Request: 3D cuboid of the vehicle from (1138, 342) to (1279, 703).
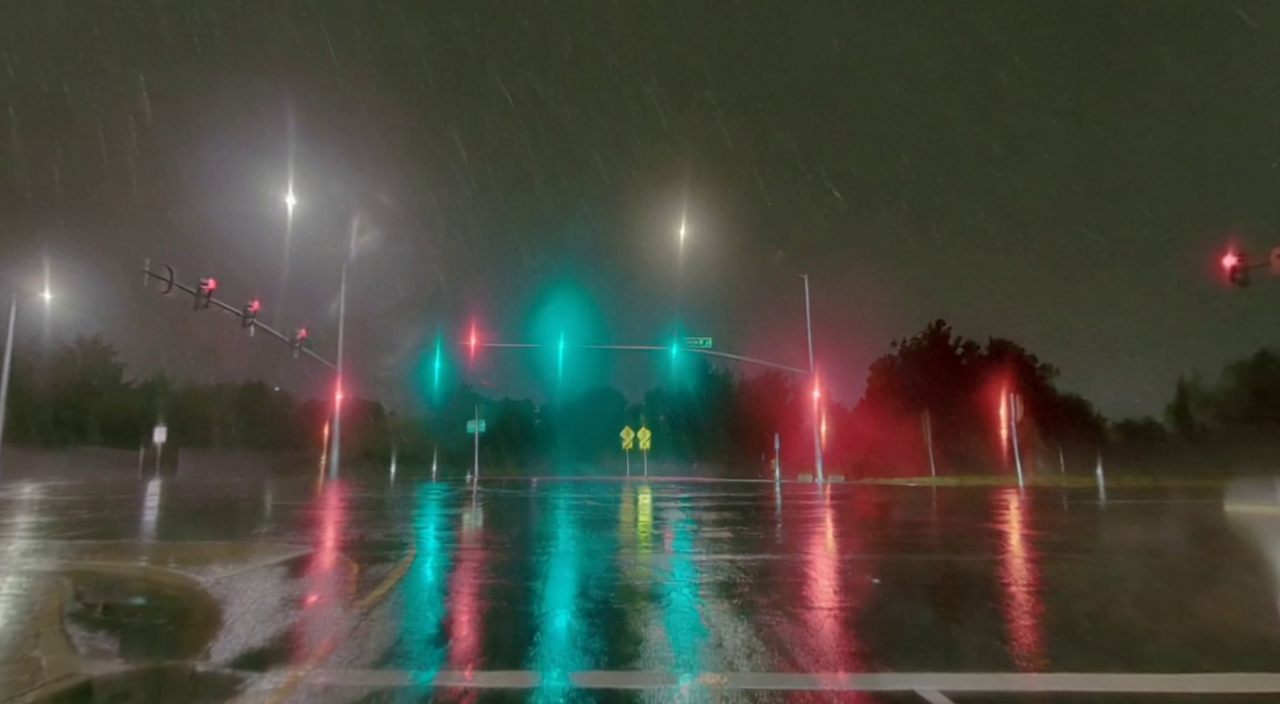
[{"bbox_3d":[3.055,0.557,0.496,1.938,1.648,4.211,-1,-8,2],"label":"vehicle"}]
